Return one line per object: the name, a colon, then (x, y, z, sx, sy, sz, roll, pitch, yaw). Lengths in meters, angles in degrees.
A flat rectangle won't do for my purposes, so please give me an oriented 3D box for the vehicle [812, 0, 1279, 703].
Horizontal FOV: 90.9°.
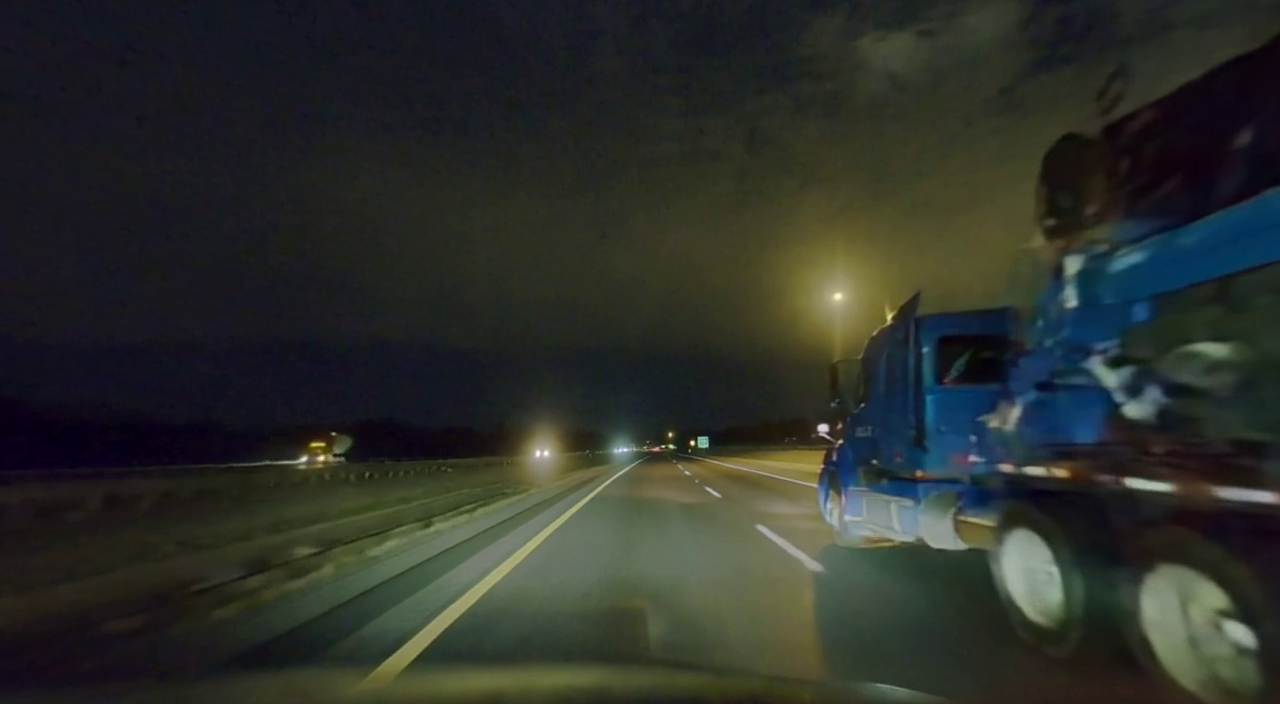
vehicle: (3.965, 0.419, 3.789, 3.342, 2.931, 9.266, -1, -8, 1)
